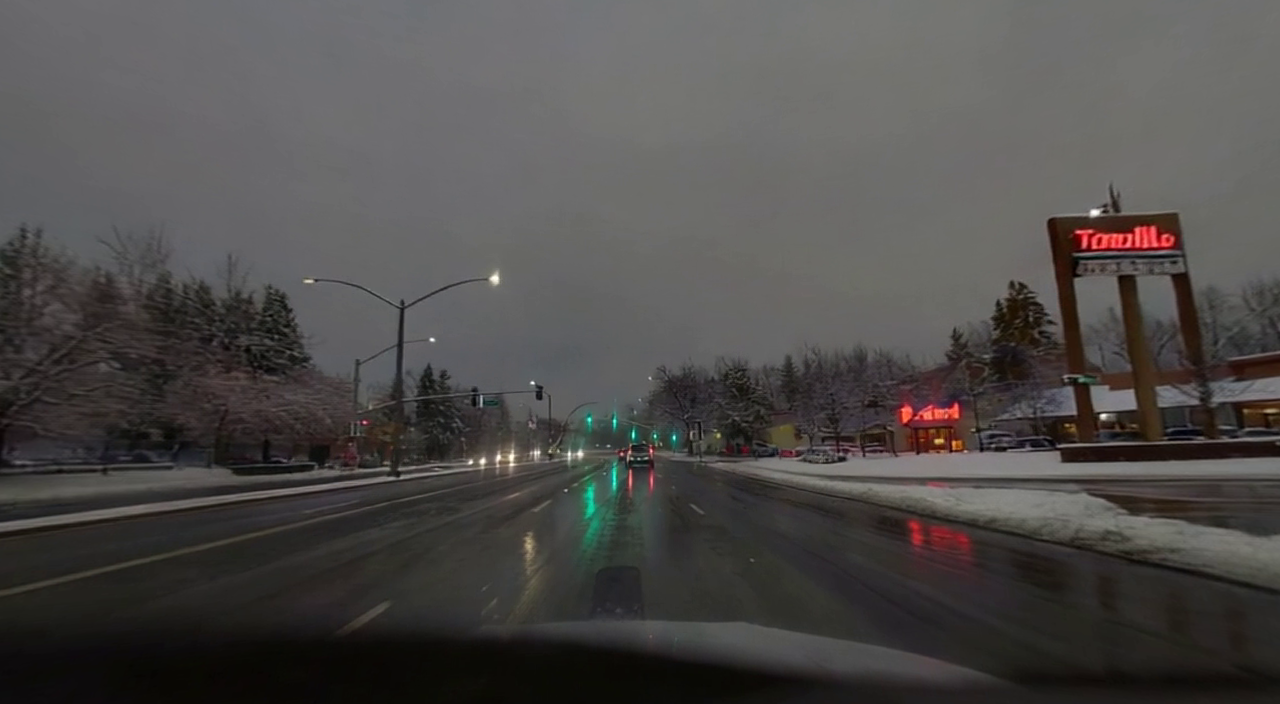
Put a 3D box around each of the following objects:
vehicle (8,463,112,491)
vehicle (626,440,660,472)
[{"bbox_3d":[-32.171,6.919,35.120,3.791,1.473,1.942,0,-9,-2],"label":"vehicle"},{"bbox_3d":[0.228,6.791,41.389,2.096,1.961,4.259,0,-9,2],"label":"vehicle"}]
